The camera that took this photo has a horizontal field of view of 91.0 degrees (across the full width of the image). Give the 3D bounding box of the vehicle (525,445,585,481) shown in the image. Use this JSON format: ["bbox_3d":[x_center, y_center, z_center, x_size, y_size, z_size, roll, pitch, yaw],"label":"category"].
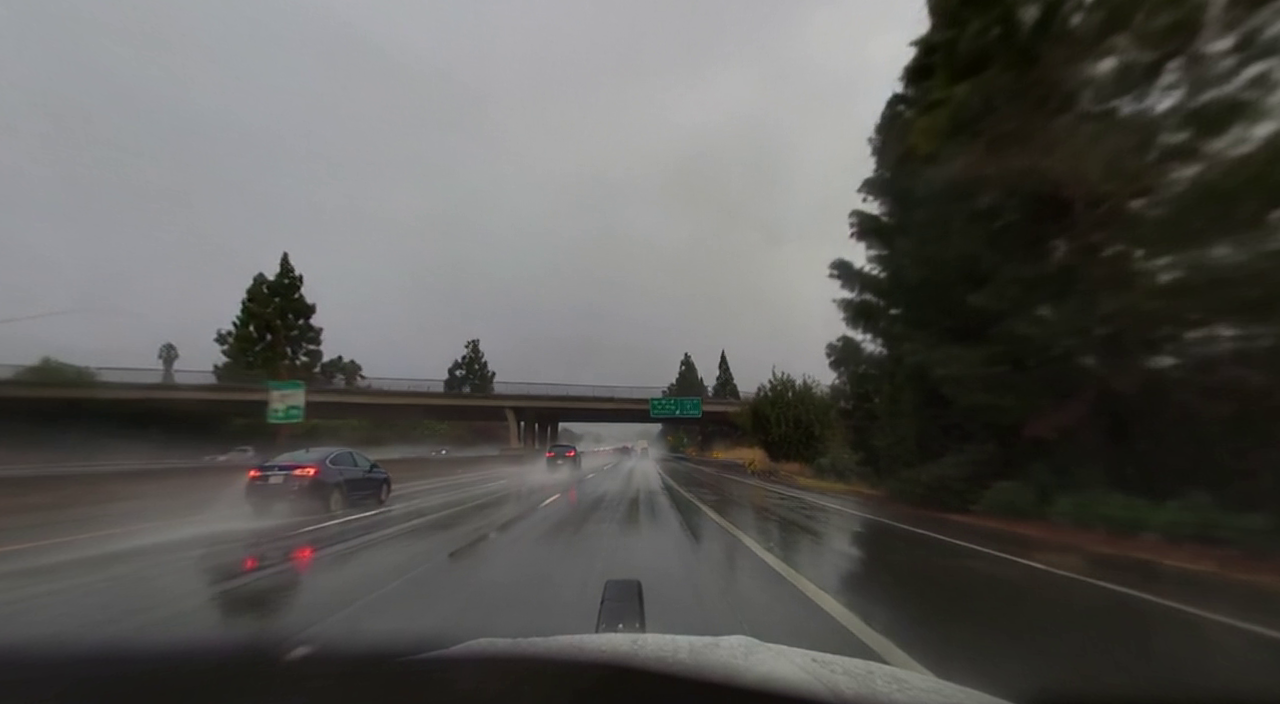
[{"bbox_3d":[-3.944,5.252,30.127,2.102,1.571,4.666,0,-9,1],"label":"vehicle"}]

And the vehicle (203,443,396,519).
[{"bbox_3d":[-7.734,2.947,14.985,2.002,1.507,4.631,0,-9,0],"label":"vehicle"}]
